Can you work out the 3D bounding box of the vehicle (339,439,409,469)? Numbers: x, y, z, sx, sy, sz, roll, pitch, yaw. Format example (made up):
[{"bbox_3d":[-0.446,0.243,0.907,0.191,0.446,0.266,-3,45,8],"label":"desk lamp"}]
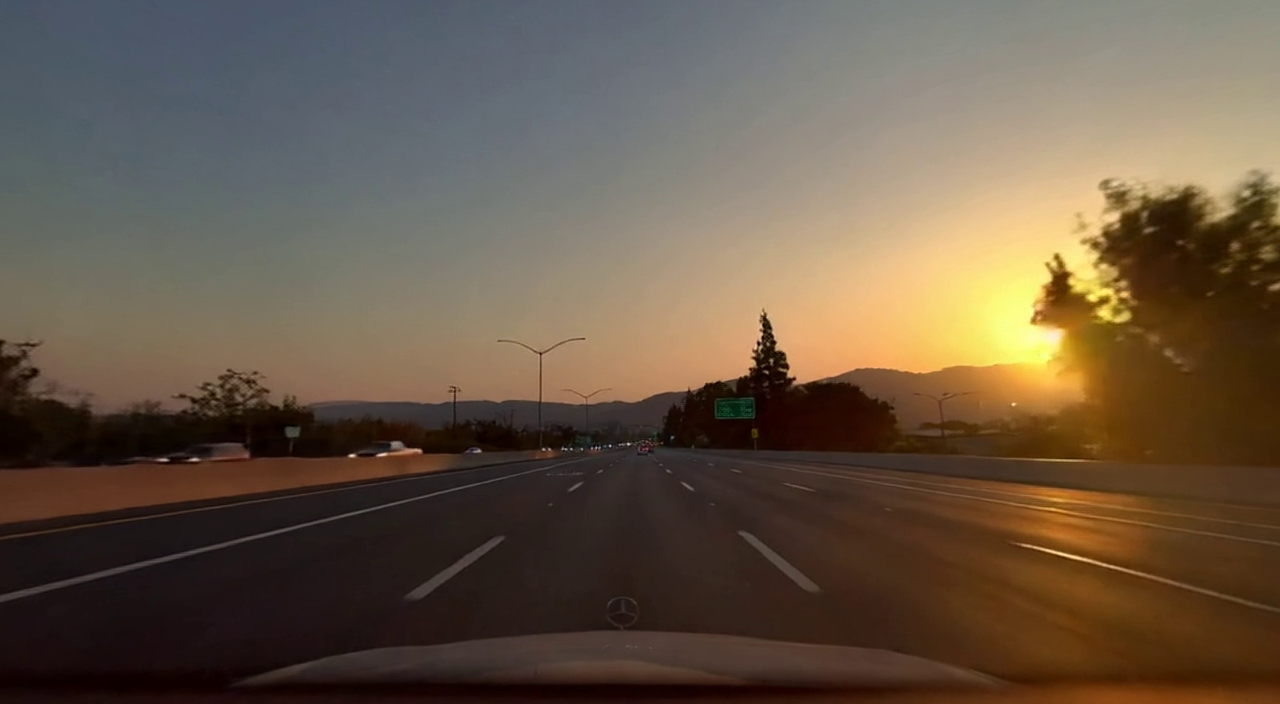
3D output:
[{"bbox_3d":[-17.510,6.769,41.849,2.251,1.813,5.265,-1,-9,1],"label":"vehicle"}]

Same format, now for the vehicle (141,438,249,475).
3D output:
[{"bbox_3d":[-24.742,5.855,35.334,2.206,1.882,5.203,0,-9,1],"label":"vehicle"}]
